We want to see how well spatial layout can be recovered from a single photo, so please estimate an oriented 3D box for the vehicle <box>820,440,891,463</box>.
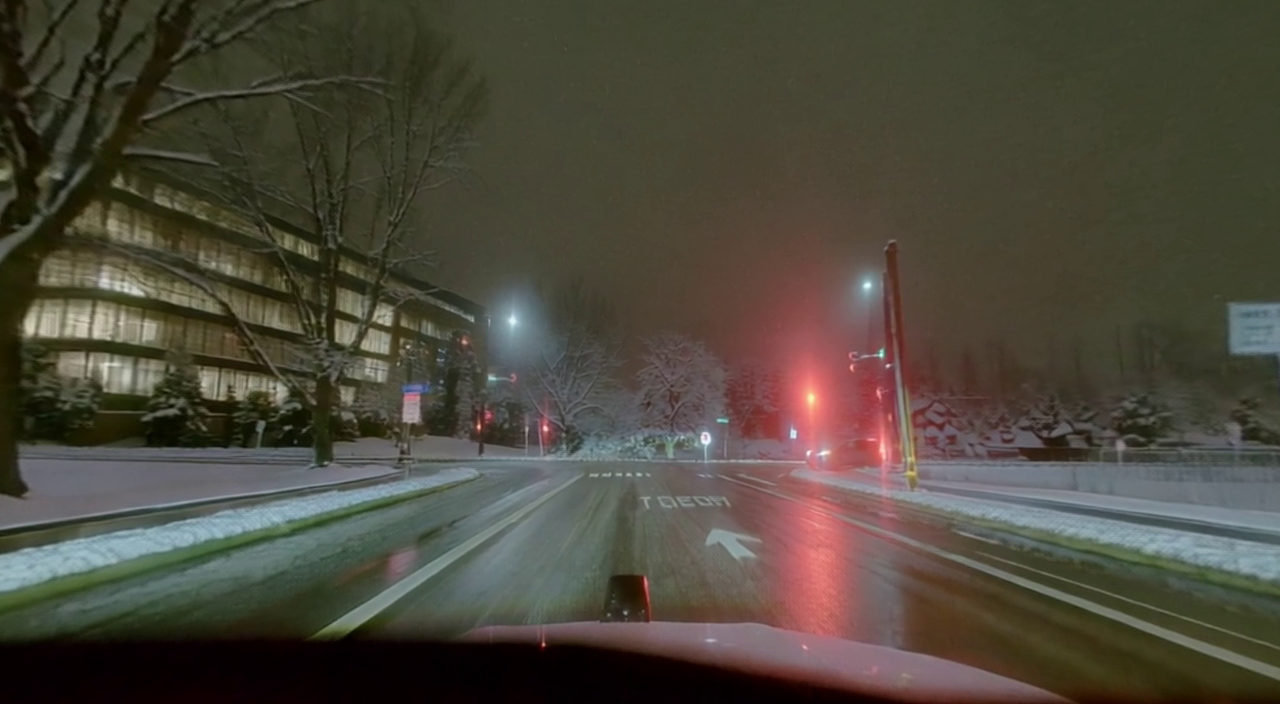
[{"bbox_3d":[16.496,7.615,48.419,4.715,1.671,2.030,0,-8,-1],"label":"vehicle"}]
